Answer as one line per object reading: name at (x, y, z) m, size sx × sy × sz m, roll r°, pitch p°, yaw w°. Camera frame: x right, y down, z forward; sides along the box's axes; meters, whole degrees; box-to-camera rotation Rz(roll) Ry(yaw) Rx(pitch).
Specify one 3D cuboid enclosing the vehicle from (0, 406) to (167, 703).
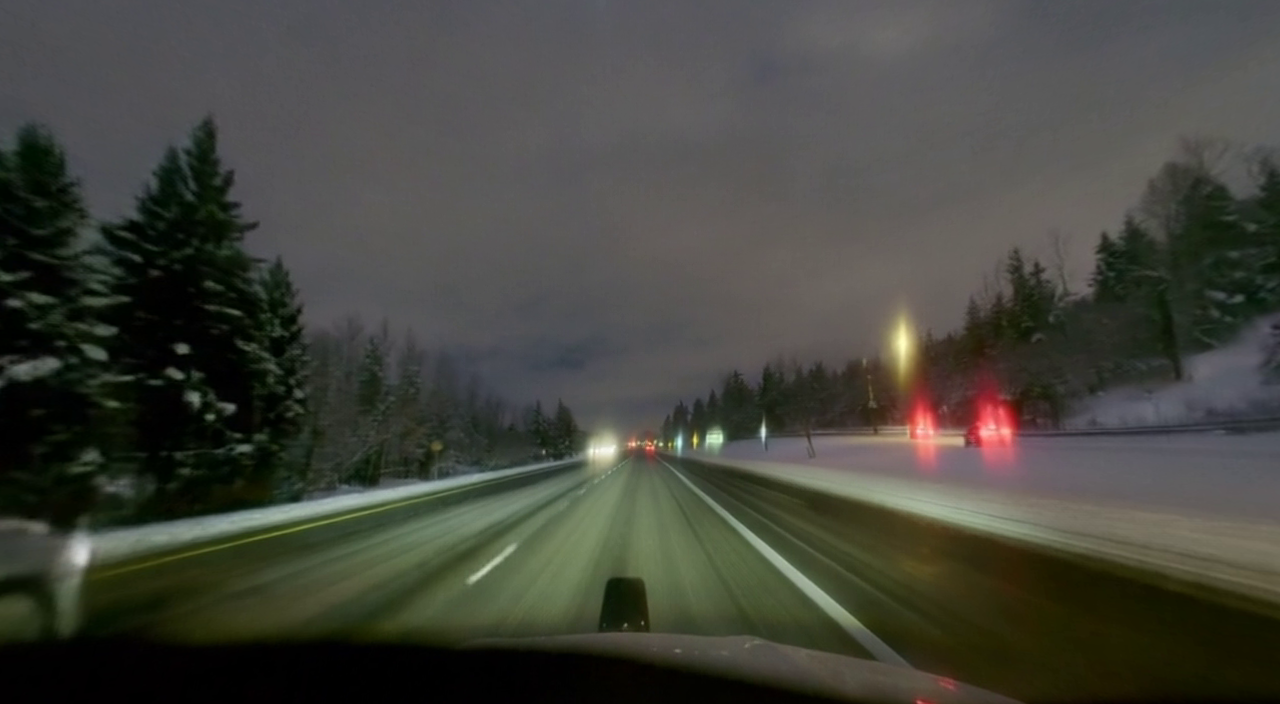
vehicle at (-4.119, 0.851, 1.830) m, size 2.021 × 1.526 × 4.385 m, roll 0°, pitch -8°, yaw 1°

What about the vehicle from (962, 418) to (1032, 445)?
vehicle at (23.868, 5.387, 42.353) m, size 2.235 × 1.713 × 4.397 m, roll 0°, pitch -8°, yaw 1°
